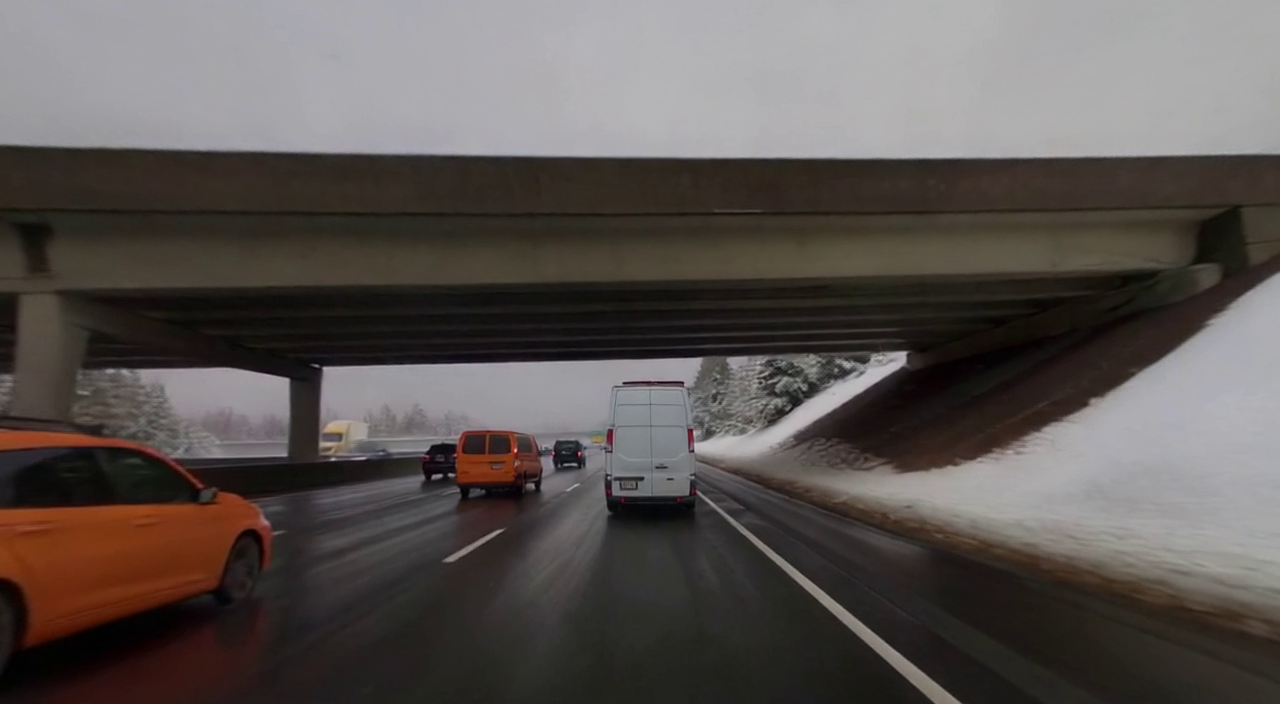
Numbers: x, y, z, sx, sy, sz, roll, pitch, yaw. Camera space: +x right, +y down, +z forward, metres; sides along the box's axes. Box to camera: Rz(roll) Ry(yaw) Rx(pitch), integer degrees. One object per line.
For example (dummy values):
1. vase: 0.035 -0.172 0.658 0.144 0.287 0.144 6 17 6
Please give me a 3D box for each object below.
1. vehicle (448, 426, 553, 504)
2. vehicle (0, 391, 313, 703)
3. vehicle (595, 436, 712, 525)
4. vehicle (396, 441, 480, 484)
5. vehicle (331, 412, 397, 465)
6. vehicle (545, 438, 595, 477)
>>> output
1. vehicle: -3.679 3.073 17.416 1.951 1.882 3.979 0 -9 0
2. vehicle: -3.803 1.091 3.664 1.845 1.554 3.565 0 -9 0
3. vehicle: 0.220 2.479 12.559 1.991 1.507 3.391 0 -9 0
4. vehicle: -8.373 4.613 26.554 2.093 1.675 4.233 0 -9 0
5. vehicle: -18.882 5.956 43.315 2.996 3.451 2.930 0 -9 1
6. vehicle: -3.517 5.431 32.488 2.068 1.862 4.234 0 -9 1
